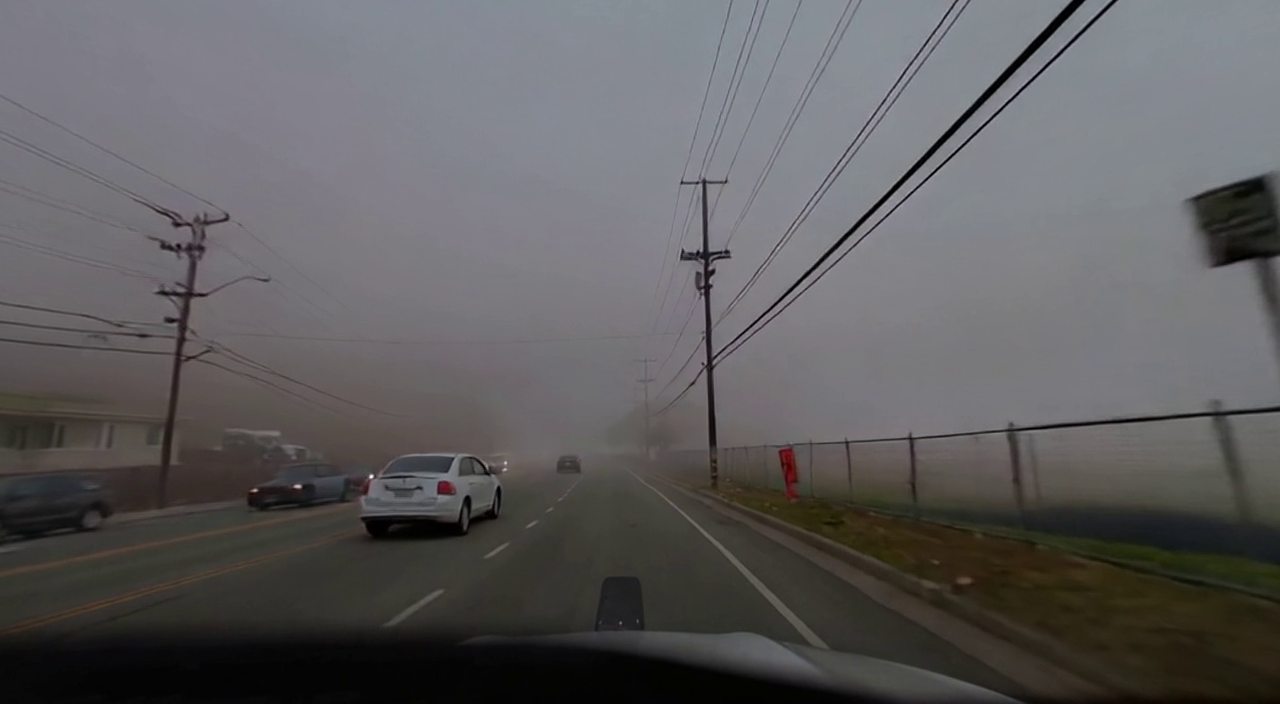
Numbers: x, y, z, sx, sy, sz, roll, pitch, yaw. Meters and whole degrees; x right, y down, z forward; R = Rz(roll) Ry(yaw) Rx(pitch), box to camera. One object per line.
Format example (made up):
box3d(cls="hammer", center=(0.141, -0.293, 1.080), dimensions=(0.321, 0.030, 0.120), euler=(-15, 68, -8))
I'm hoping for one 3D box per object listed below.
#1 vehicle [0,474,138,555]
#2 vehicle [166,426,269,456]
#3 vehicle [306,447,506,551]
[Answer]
box3d(cls="vehicle", center=(-14.343, 3.648, 14.391), dimensions=(1.950, 1.516, 4.704), euler=(1, -9, -2))
box3d(cls="vehicle", center=(-25.780, 5.490, 38.575), dimensions=(4.635, 1.737, 2.146), euler=(1, -9, -6))
box3d(cls="vehicle", center=(-3.896, 2.505, 11.492), dimensions=(2.020, 1.489, 4.469), euler=(1, -9, -1))
